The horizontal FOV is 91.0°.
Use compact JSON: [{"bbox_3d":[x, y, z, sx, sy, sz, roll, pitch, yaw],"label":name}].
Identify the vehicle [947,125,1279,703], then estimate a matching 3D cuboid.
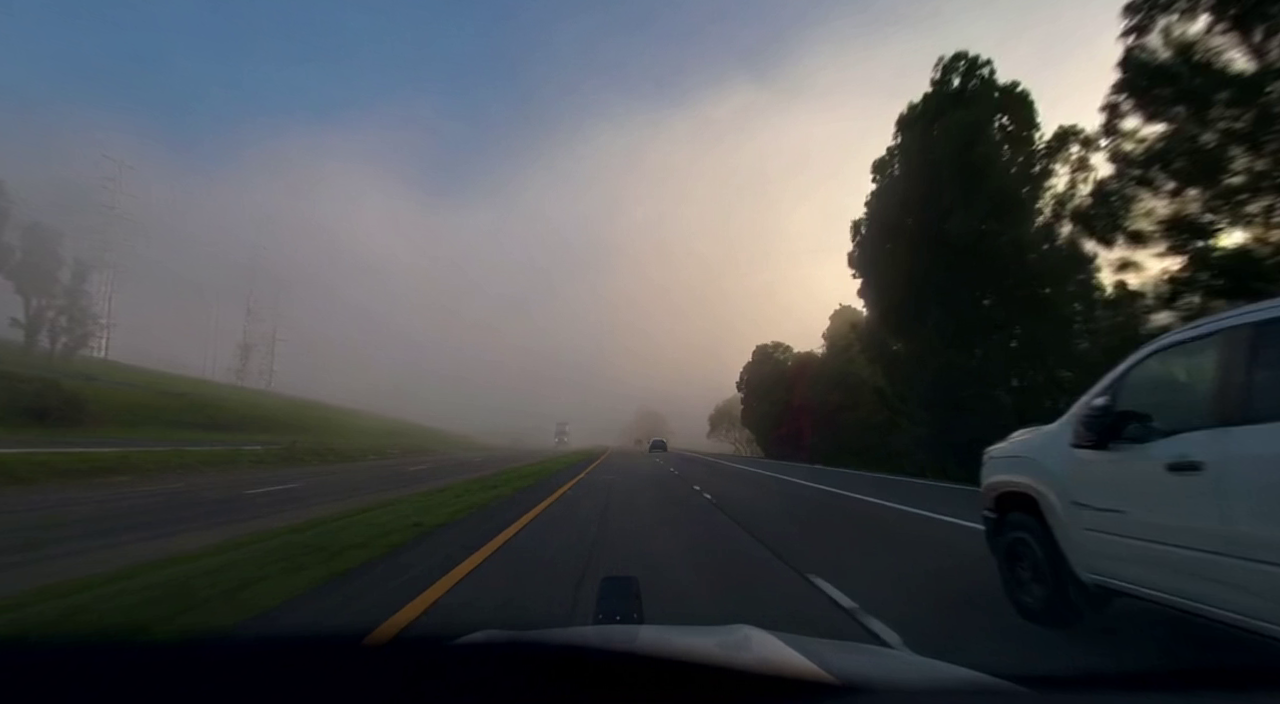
[{"bbox_3d":[3.837,0.272,1.862,2.444,2.566,6.403,0,-8,-1],"label":"vehicle"}]
